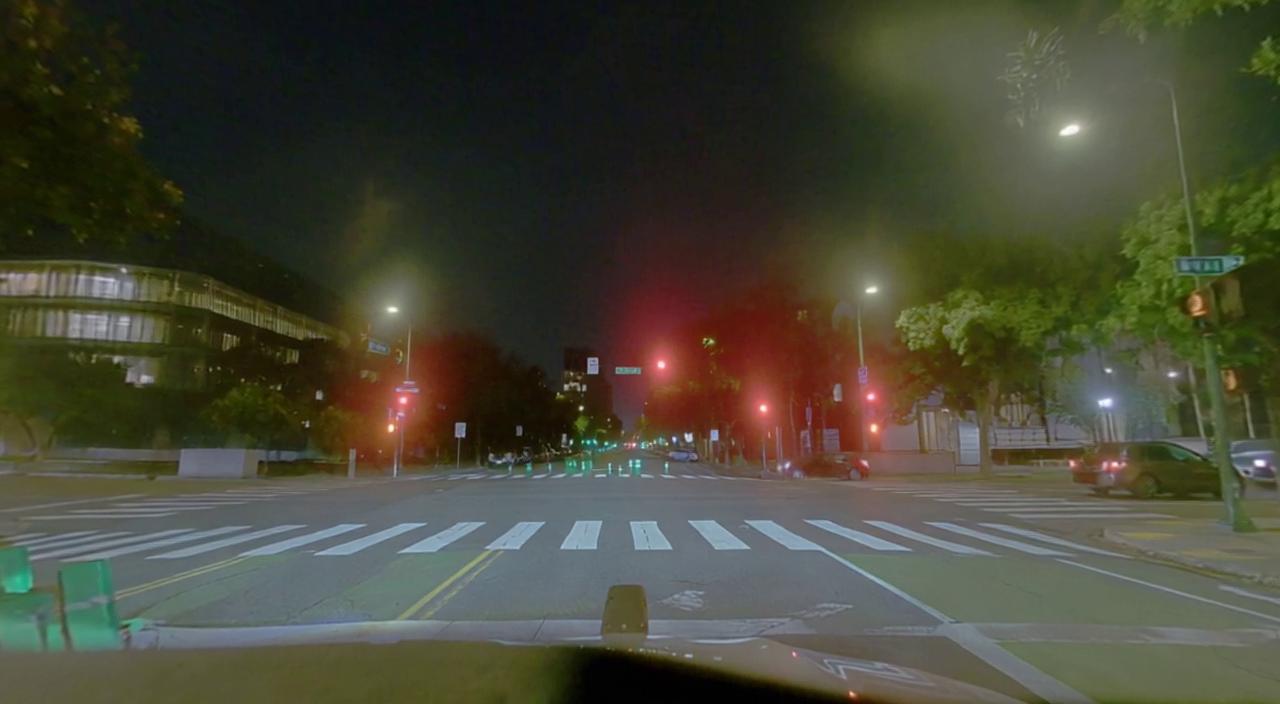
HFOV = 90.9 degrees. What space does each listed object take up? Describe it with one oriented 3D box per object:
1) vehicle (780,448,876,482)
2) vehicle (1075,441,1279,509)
[{"bbox_3d":[9.278,5.570,31.259,4.368,1.522,1.972,-3,-9,18],"label":"vehicle"},{"bbox_3d":[12.997,2.787,14.553,4.424,1.436,1.804,-1,-9,5],"label":"vehicle"}]
